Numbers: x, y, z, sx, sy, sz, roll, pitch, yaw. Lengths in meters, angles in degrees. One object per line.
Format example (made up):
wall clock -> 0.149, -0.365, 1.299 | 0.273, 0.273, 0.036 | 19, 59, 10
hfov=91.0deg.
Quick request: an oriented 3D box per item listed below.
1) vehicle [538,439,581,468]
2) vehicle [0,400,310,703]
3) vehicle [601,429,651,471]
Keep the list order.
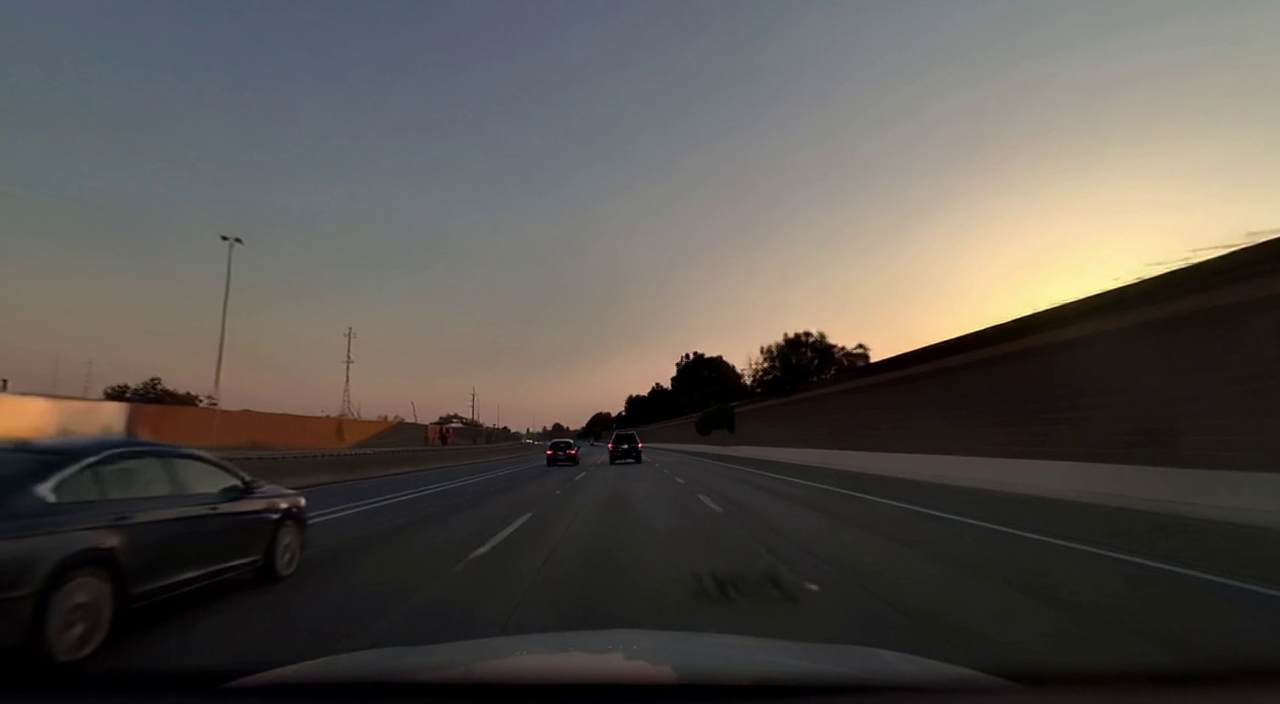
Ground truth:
vehicle -> -4.701, 5.978, 37.313 | 2.039, 1.602, 4.317 | 0, -8, -1
vehicle -> -4.233, 1.185, 4.262 | 1.945, 1.550, 3.780 | 0, -8, -1
vehicle -> -0.719, 4.942, 31.963 | 2.382, 1.973, 4.439 | 0, -8, -1
